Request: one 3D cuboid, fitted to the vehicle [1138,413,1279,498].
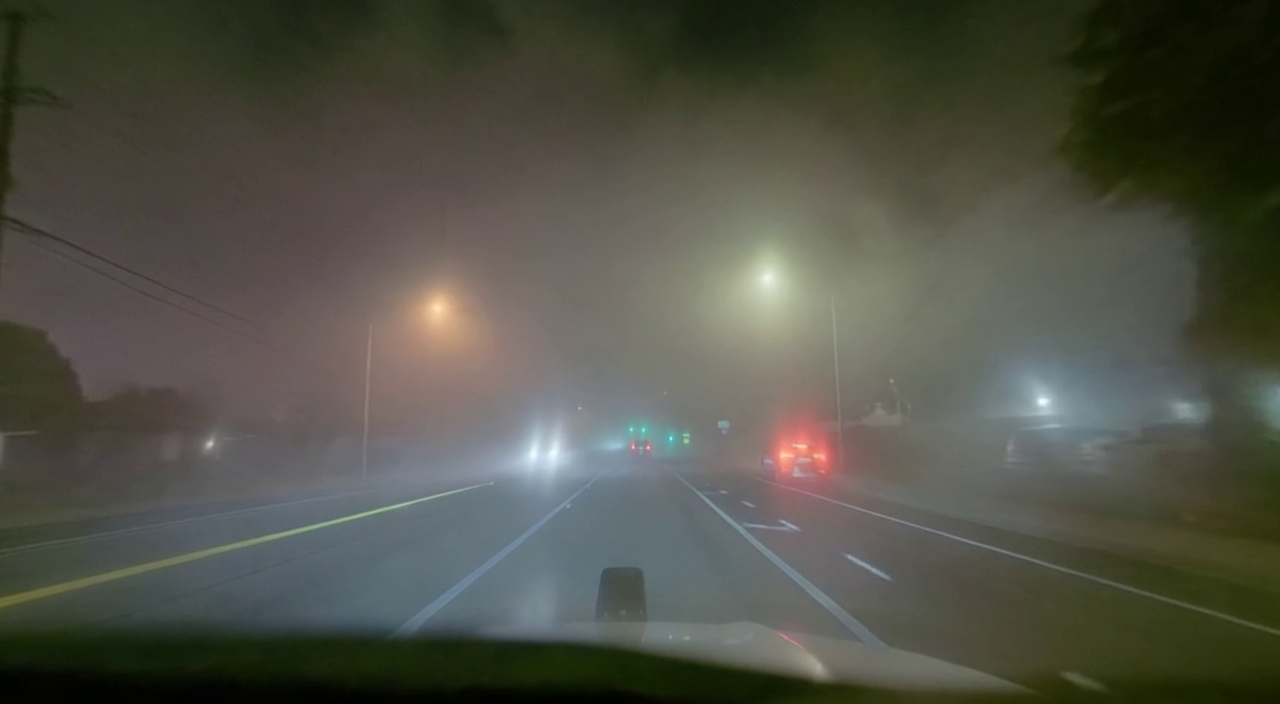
[{"bbox_3d":[13.854,2.175,13.580,4.399,1.663,1.970,-1,-8,0],"label":"vehicle"}]

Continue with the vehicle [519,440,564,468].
[{"bbox_3d":[-7.165,7.527,46.454,2.325,1.877,5.690,-1,-8,1],"label":"vehicle"}]

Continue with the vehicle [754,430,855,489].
[{"bbox_3d":[5.528,3.671,21.862,2.114,1.799,4.960,0,-8,-1],"label":"vehicle"}]

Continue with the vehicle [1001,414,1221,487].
[{"bbox_3d":[13.284,2.741,17.822,4.981,1.857,2.104,1,-8,-13],"label":"vehicle"}]
